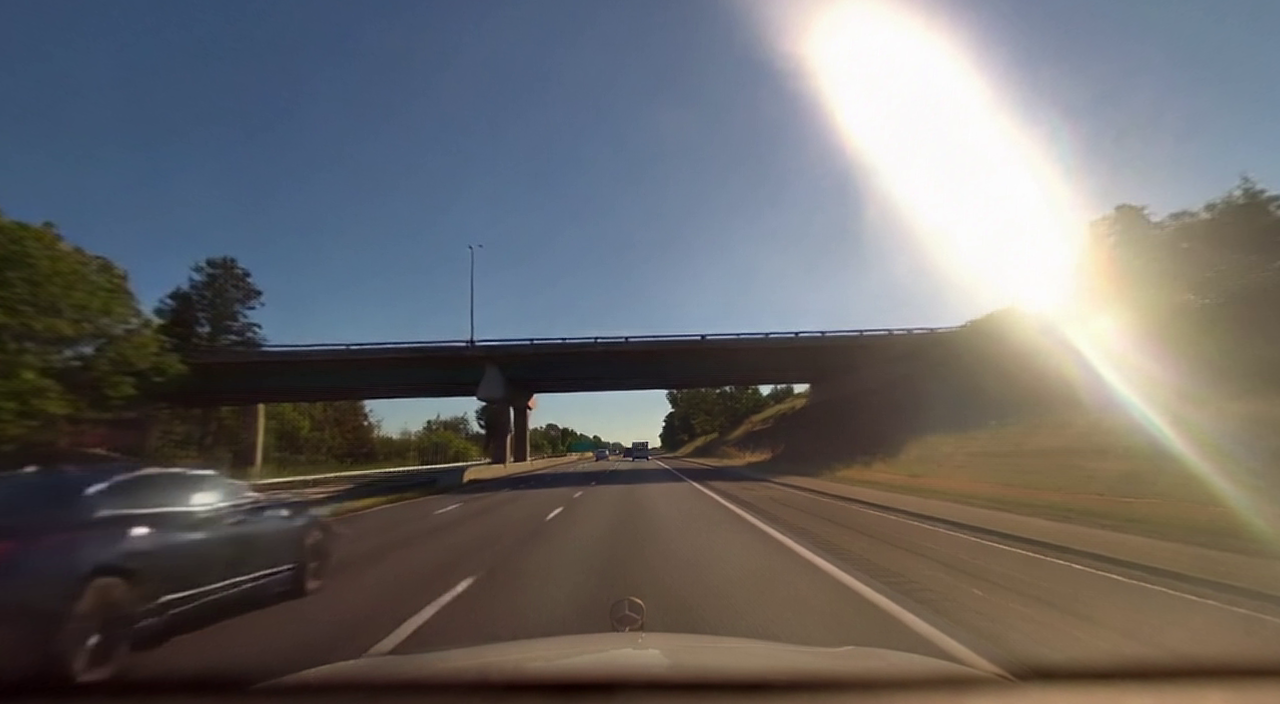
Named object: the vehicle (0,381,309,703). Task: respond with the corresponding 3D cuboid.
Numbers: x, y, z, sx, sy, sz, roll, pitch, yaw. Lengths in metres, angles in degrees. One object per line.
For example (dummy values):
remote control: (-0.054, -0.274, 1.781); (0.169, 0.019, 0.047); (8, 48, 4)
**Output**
vehicle: (-4.111, 1.038, 3.485); (2.076, 1.637, 4.526); (0, -9, 0)
